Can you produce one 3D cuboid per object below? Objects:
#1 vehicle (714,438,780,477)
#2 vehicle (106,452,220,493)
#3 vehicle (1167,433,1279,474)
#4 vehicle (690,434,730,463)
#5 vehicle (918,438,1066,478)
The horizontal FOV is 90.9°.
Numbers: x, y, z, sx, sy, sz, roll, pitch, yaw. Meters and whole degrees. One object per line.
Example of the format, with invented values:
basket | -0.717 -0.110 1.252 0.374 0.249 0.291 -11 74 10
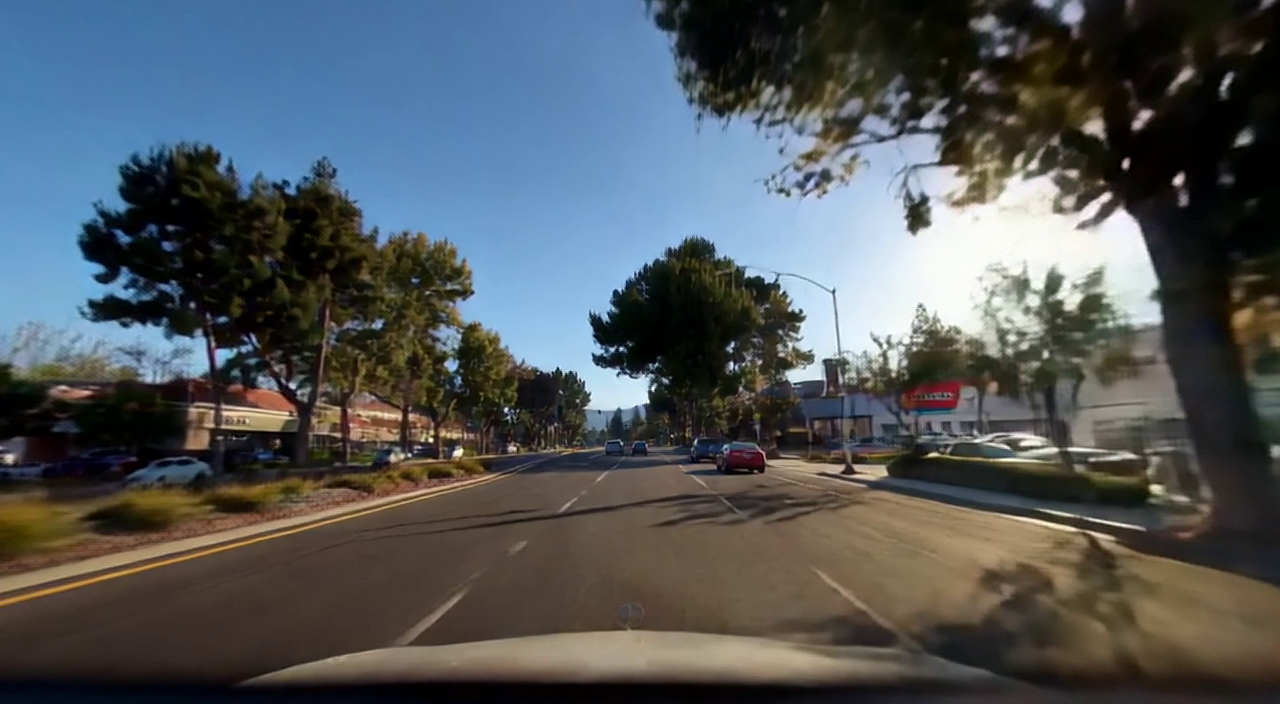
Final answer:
vehicle | 4.337 4.333 26.213 1.916 1.459 4.335 0 -8 -1
vehicle | -22.228 5.609 29.629 1.997 1.637 4.386 -2 -8 -2
vehicle | 26.610 4.520 28.212 4.147 1.545 2.108 -3 -8 -4
vehicle | 4.806 6.719 44.028 2.140 1.921 4.431 0 -8 -2
vehicle | 14.463 4.378 26.095 4.909 1.463 1.924 -2 -8 1
